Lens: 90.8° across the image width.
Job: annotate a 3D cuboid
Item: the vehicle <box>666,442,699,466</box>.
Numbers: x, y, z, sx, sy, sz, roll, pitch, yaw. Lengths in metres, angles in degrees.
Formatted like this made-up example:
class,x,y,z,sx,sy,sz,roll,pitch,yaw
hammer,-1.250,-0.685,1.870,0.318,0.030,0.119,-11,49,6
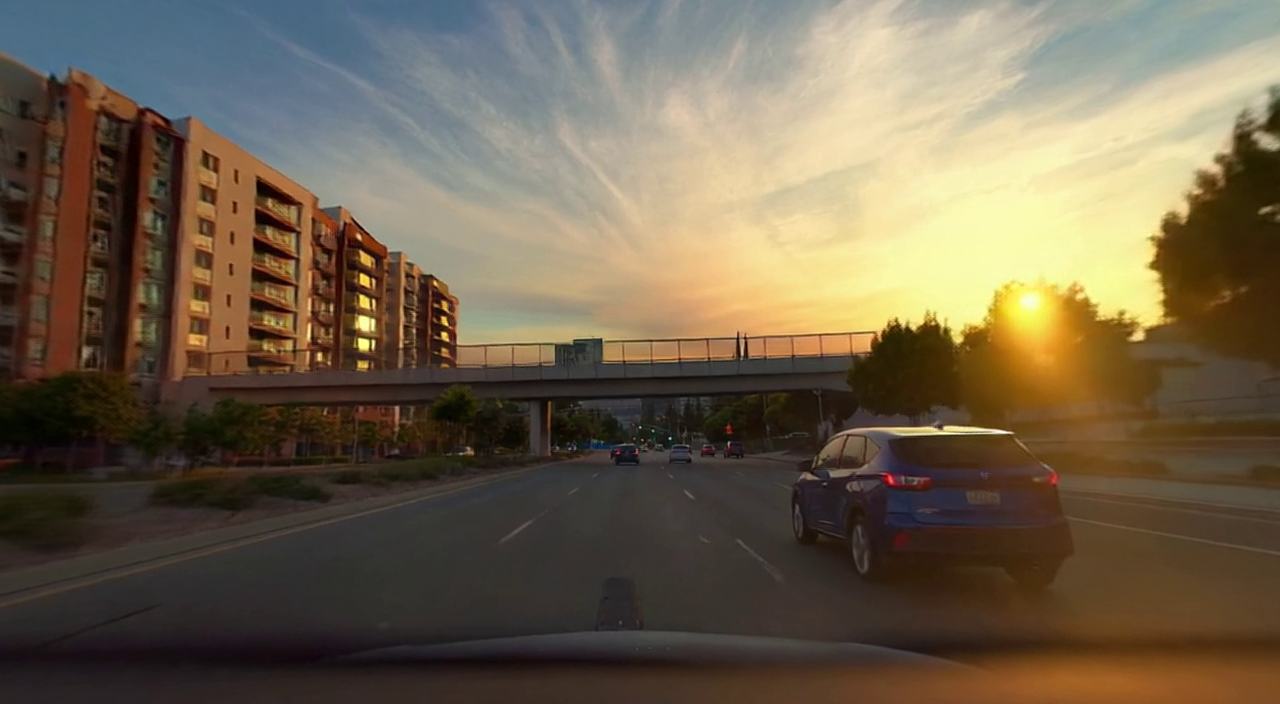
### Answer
class,x,y,z,sx,sy,sz,roll,pitch,yaw
vehicle,3.158,7.677,47.845,2.165,1.708,3.928,0,-8,-1

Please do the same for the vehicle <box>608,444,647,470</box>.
class,x,y,z,sx,sy,sz,roll,pitch,yaw
vehicle,-0.683,6.378,38.674,2.173,1.498,4.528,0,-8,1

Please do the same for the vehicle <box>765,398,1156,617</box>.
class,x,y,z,sx,sy,sz,roll,pitch,yaw
vehicle,3.043,1.592,7.475,2.130,1.741,4.665,0,-8,0
